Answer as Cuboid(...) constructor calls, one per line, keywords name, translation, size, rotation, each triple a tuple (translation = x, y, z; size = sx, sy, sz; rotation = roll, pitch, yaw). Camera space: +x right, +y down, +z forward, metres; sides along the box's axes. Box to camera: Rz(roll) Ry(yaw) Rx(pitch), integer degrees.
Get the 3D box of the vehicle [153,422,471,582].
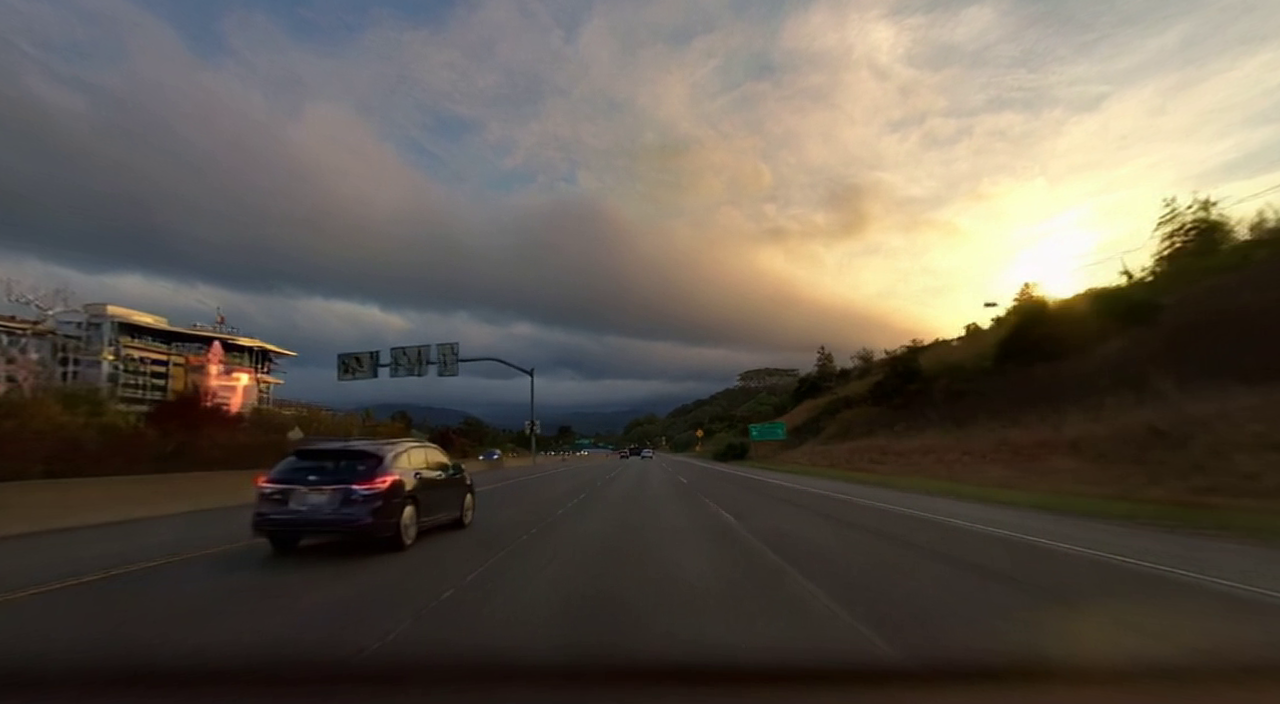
Cuboid(name="vehicle", translation=(-3.780, 1.799, 8.269), size=(1.965, 1.556, 3.971), rotation=(0, -9, 1))
